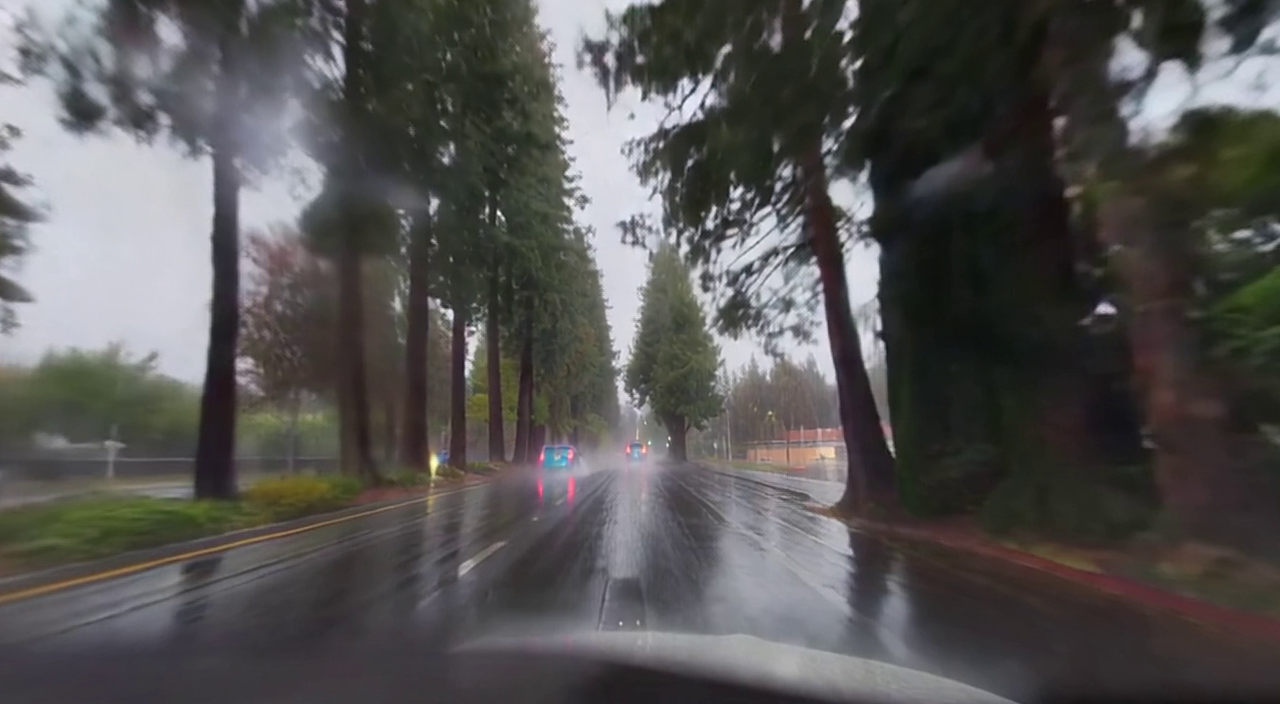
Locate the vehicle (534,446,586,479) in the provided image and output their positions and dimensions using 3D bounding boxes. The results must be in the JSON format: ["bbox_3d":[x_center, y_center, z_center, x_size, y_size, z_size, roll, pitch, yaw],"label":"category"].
[{"bbox_3d":[-3.731,5.242,30.171,1.917,1.448,4.178,0,-9,0],"label":"vehicle"}]

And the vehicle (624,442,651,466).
[{"bbox_3d":[-0.215,7.989,49.459,2.018,1.769,3.897,0,-9,0],"label":"vehicle"}]
